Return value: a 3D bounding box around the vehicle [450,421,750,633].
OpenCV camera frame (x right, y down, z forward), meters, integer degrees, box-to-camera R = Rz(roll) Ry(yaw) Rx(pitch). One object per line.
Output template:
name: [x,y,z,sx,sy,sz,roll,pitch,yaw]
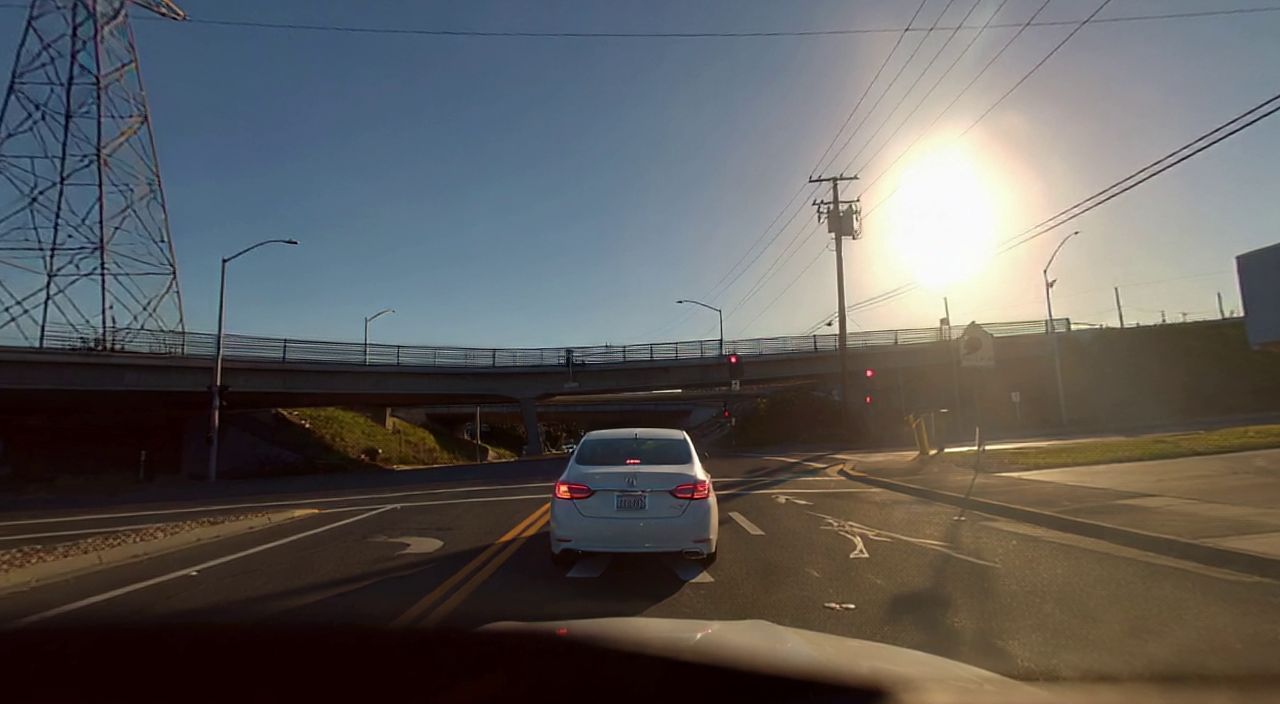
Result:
vehicle: [-0.242,1.531,6.473,2.090,1.458,4.033,-1,-9,1]
